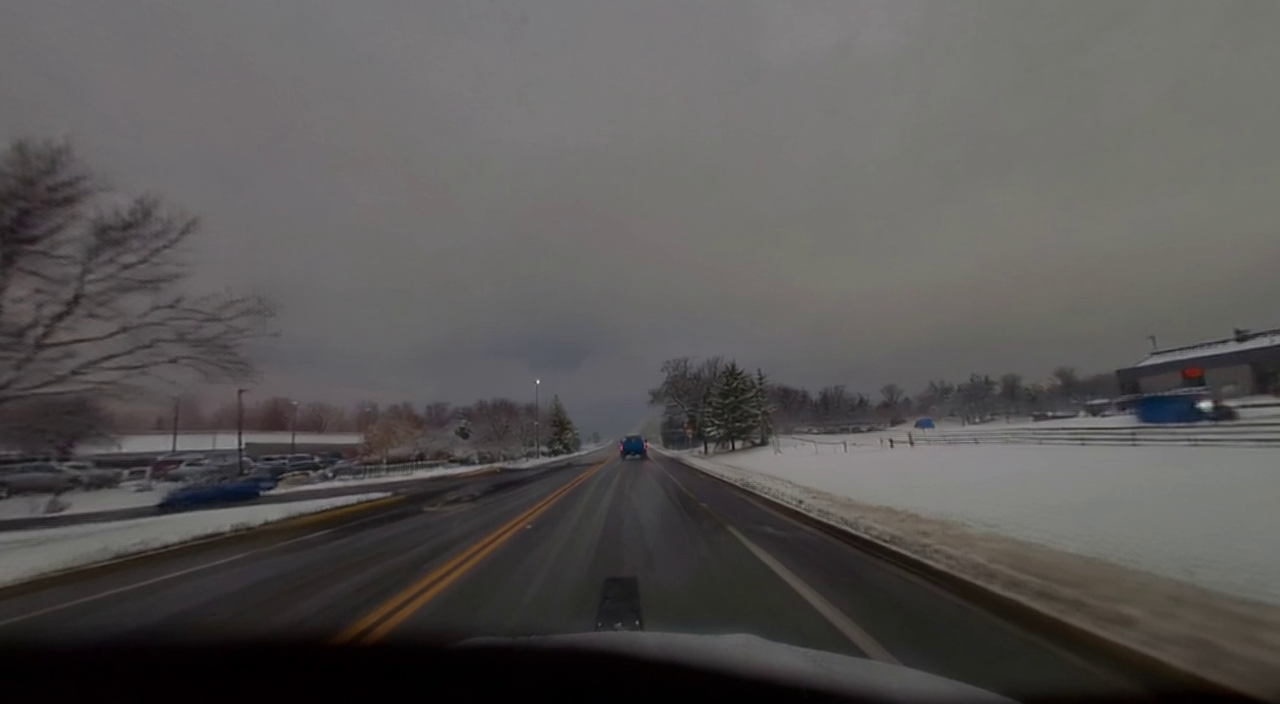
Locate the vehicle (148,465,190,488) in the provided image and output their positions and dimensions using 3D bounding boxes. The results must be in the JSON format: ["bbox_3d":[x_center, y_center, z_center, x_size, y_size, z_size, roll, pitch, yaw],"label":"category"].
[{"bbox_3d":[-32.060,8.444,42.933,1.747,1.468,3.972,7,-13,-42],"label":"vehicle"}]

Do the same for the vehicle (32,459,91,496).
[{"bbox_3d":[-34.533,7.452,37.834,2.050,1.938,4.789,6,-10,-37],"label":"vehicle"}]

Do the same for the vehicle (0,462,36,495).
[{"bbox_3d":[-37.806,7.499,37.629,2.047,1.746,4.461,6,-10,-37],"label":"vehicle"}]

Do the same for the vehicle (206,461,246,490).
[{"bbox_3d":[-27.865,8.239,42.418,1.930,1.718,4.438,6,-10,-35],"label":"vehicle"}]

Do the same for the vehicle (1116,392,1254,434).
[{"bbox_3d":[21.651,2.504,25.343,1.805,1.478,3.950,0,-8,-5],"label":"vehicle"}]
